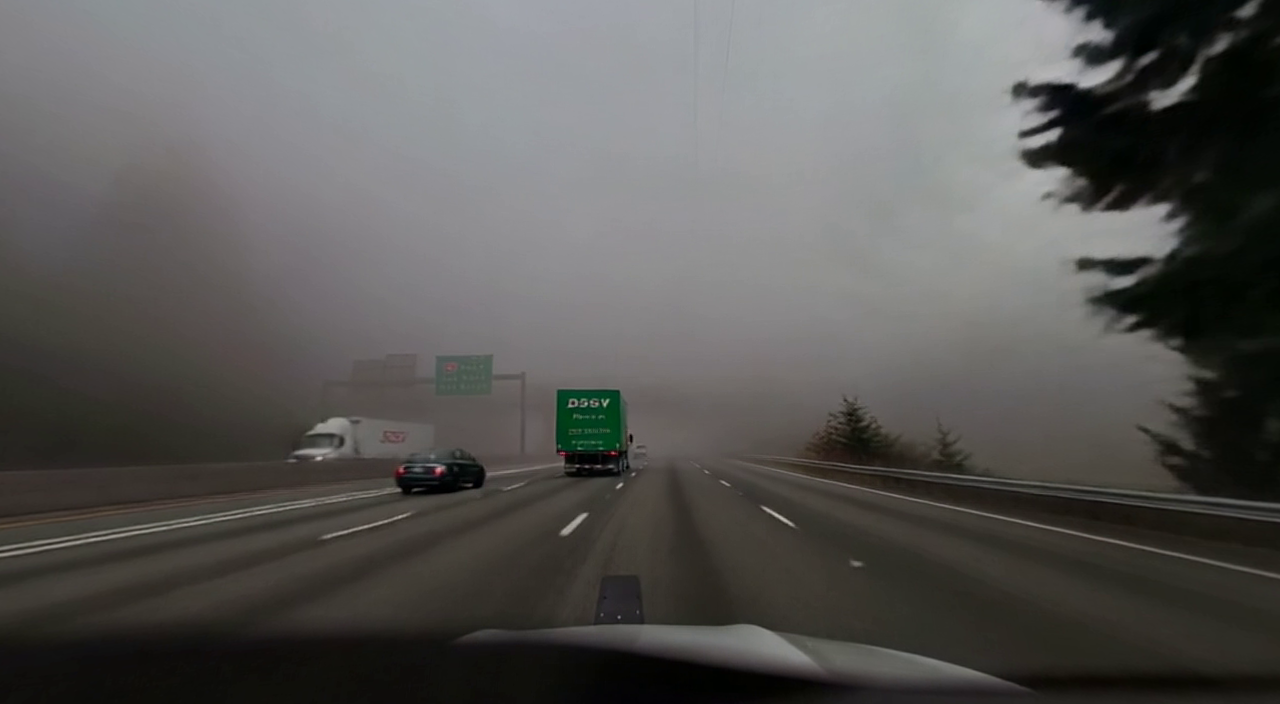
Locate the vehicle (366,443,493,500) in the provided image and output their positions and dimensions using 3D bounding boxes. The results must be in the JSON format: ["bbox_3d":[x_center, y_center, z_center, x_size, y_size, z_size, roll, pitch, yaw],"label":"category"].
[{"bbox_3d":[-5.994,3.453,18.630,1.958,1.467,4.737,0,-9,2],"label":"vehicle"}]

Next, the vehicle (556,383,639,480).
[{"bbox_3d":[-1.759,4.284,32.500,3.025,4.002,12.709,0,-9,2],"label":"vehicle"}]

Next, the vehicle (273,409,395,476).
[{"bbox_3d":[-20.820,6.358,43.847,2.942,4.086,10.219,-1,-9,2],"label":"vehicle"}]
